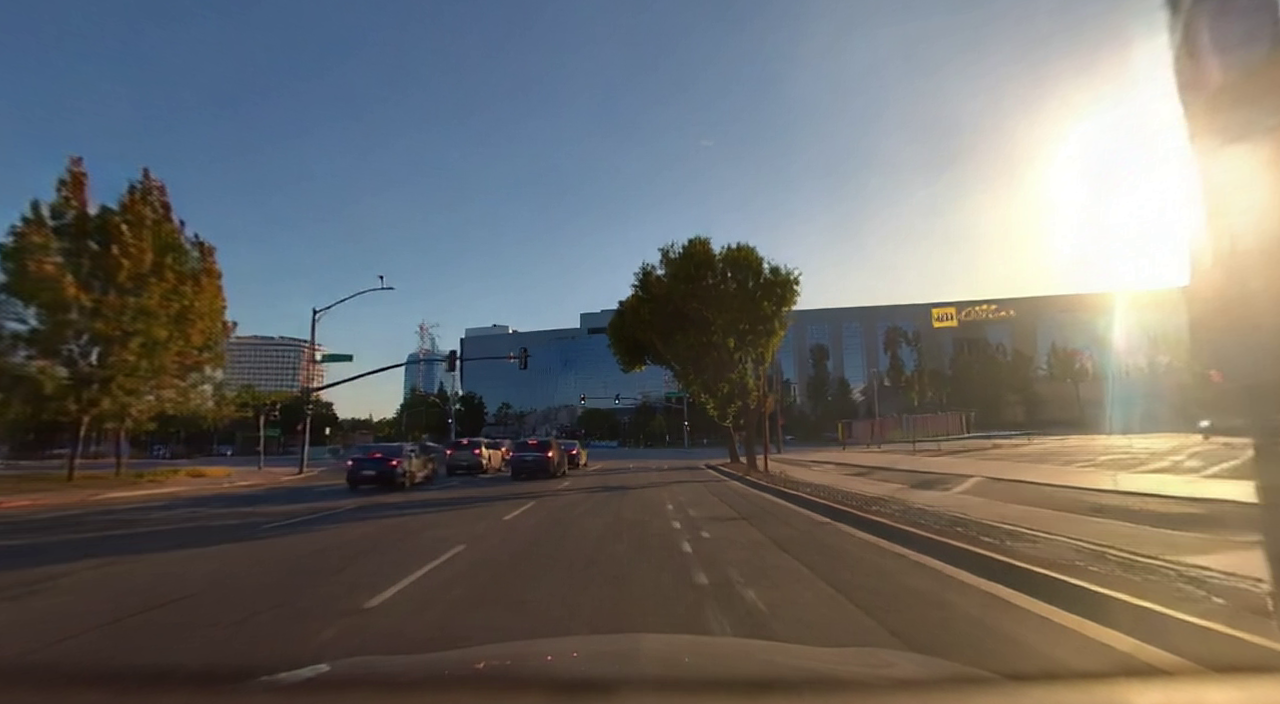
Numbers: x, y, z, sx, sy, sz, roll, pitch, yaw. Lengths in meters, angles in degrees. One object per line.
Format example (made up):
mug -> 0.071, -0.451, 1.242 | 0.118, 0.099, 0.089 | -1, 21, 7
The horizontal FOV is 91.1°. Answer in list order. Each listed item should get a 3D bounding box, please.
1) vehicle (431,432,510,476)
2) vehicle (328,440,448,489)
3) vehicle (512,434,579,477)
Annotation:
vehicle -> -7.685, 4.673, 28.988 | 2.152, 1.813, 4.751 | 0, -9, 2
vehicle -> -8.134, 3.651, 20.790 | 2.030, 1.440, 4.464 | 0, -9, 2
vehicle -> -3.822, 4.272, 26.194 | 2.043, 1.636, 4.320 | 0, -9, 1
